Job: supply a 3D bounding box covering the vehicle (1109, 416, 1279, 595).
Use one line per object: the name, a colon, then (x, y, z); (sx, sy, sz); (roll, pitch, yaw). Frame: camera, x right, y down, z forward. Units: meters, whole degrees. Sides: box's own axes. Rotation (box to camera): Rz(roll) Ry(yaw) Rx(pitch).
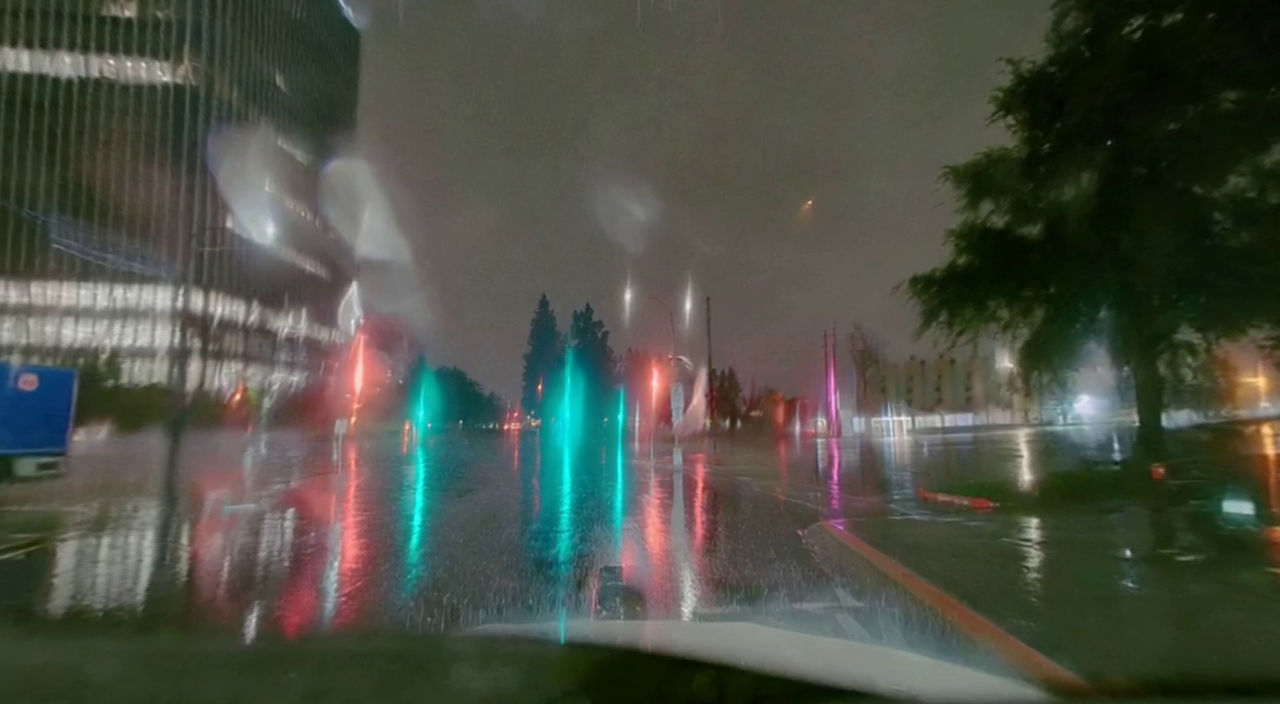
vehicle: (6.604, 1.206, 4.781); (2.089, 1.481, 4.436); (2, -9, -15)
